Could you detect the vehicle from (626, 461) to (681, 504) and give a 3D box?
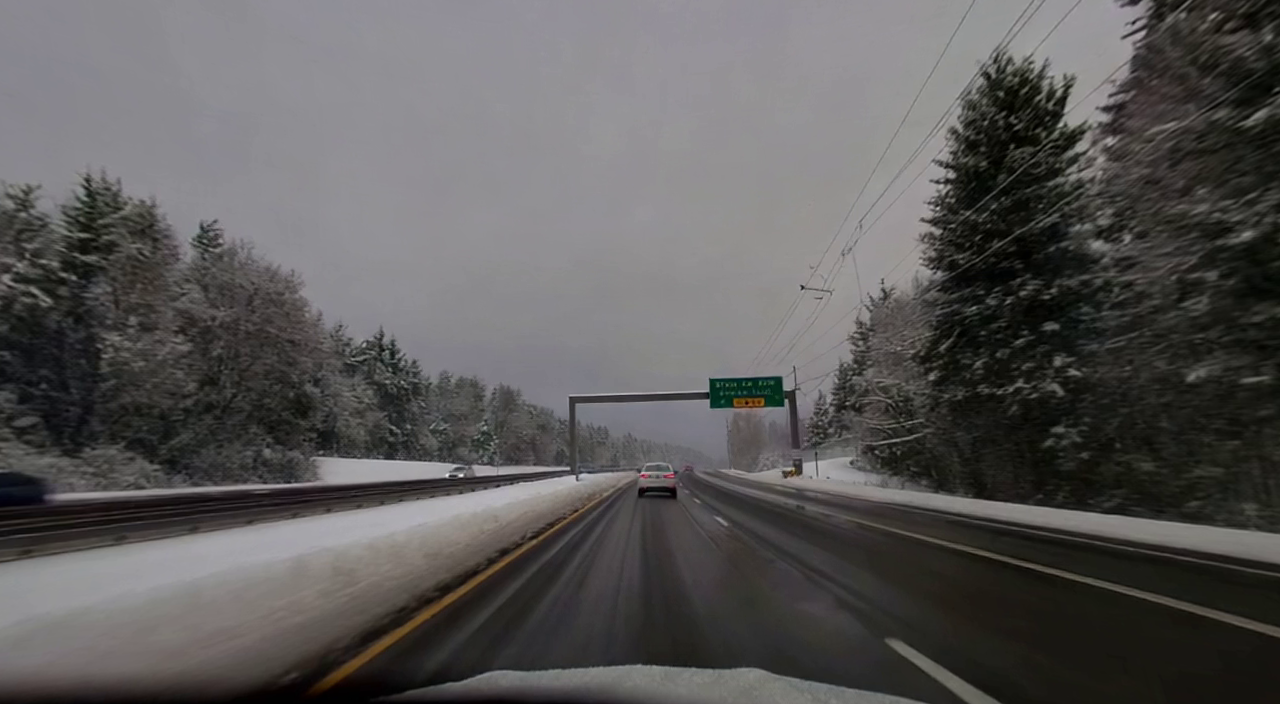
[{"bbox_3d":[0.523,5.023,24.521,1.987,1.480,3.786,1,-10,1],"label":"vehicle"}]

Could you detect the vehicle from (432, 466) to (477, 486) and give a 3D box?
[{"bbox_3d":[-14.085,9.443,48.002,1.895,1.425,4.524,0,-10,2],"label":"vehicle"}]
